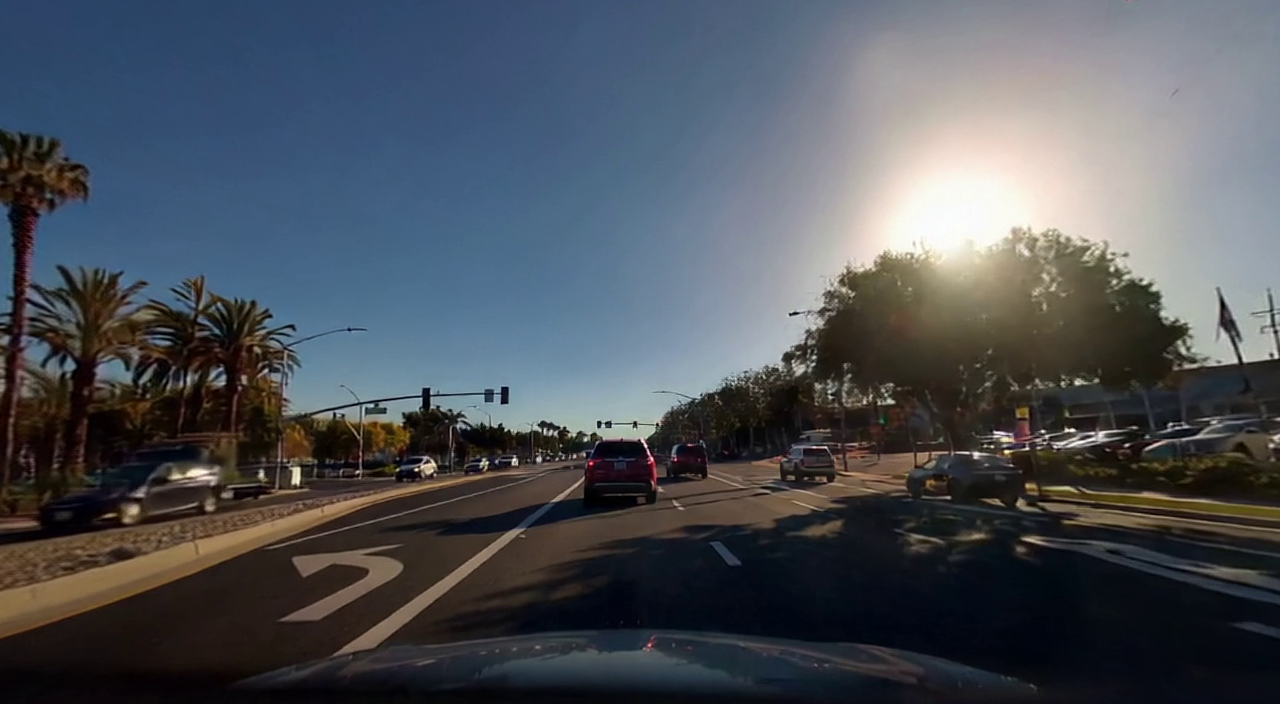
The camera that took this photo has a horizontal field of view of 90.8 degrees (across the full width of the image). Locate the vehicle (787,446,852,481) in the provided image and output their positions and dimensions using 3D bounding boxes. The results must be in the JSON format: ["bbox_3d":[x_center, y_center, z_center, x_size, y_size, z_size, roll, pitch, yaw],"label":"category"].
[{"bbox_3d":[9.758,6.088,34.761,2.155,1.779,4.582,0,-9,-1],"label":"vehicle"}]

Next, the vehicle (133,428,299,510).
[{"bbox_3d":[-19.076,5.261,29.151,2.901,3.039,7.160,-4,-8,-2],"label":"vehicle"}]

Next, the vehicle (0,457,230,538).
[{"bbox_3d":[-11.816,3.208,14.537,1.965,1.475,4.209,0,-9,-1],"label":"vehicle"}]

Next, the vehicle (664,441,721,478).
[{"bbox_3d":[3.036,6.430,38.193,2.773,2.021,6.212,0,-9,-1],"label":"vehicle"}]

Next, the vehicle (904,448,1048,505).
[{"bbox_3d":[9.911,3.675,19.089,1.967,1.485,4.267,0,-9,0],"label":"vehicle"}]

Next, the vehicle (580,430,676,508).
[{"bbox_3d":[-0.343,3.275,18.177,2.402,1.938,4.535,0,-9,-1],"label":"vehicle"}]
